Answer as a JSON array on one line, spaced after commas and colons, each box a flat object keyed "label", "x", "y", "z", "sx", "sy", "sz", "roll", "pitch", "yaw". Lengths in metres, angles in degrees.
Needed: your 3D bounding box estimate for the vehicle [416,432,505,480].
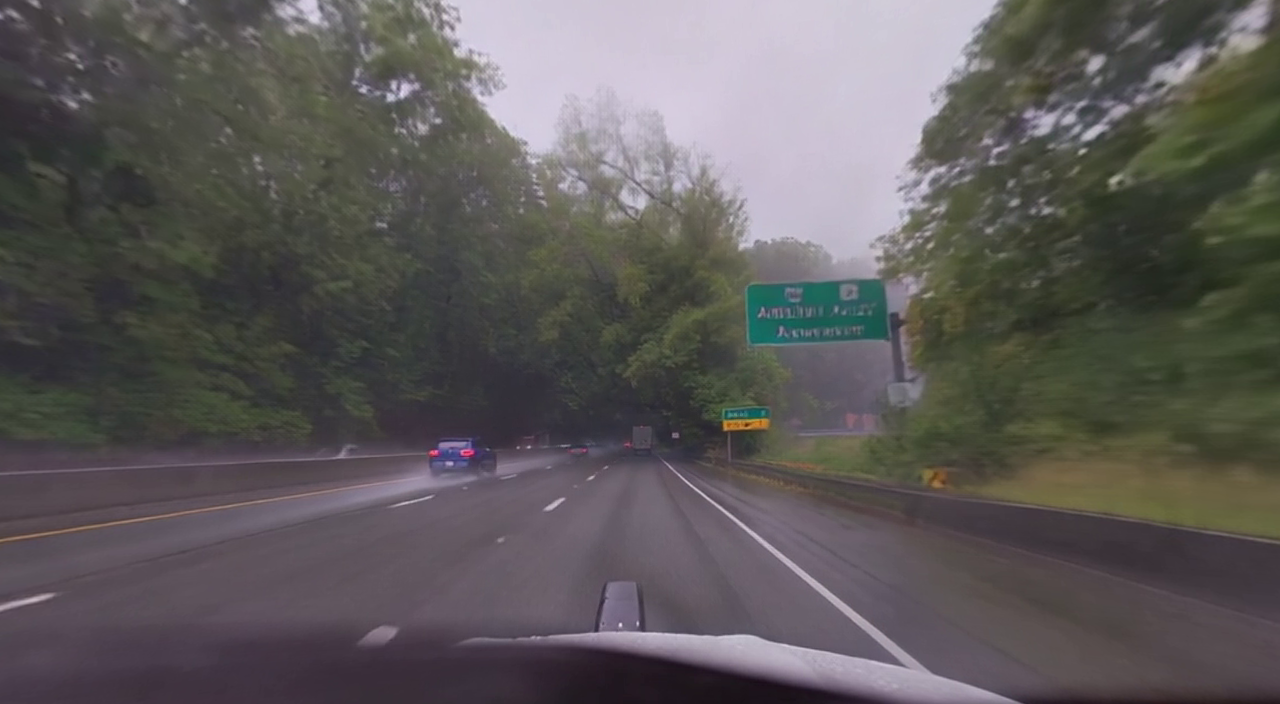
[{"label": "vehicle", "x": -7.287, "y": 4.275, "z": 26.095, "sx": 2.253, "sy": 1.815, "sz": 4.618, "roll": 0, "pitch": -9, "yaw": 1}]
